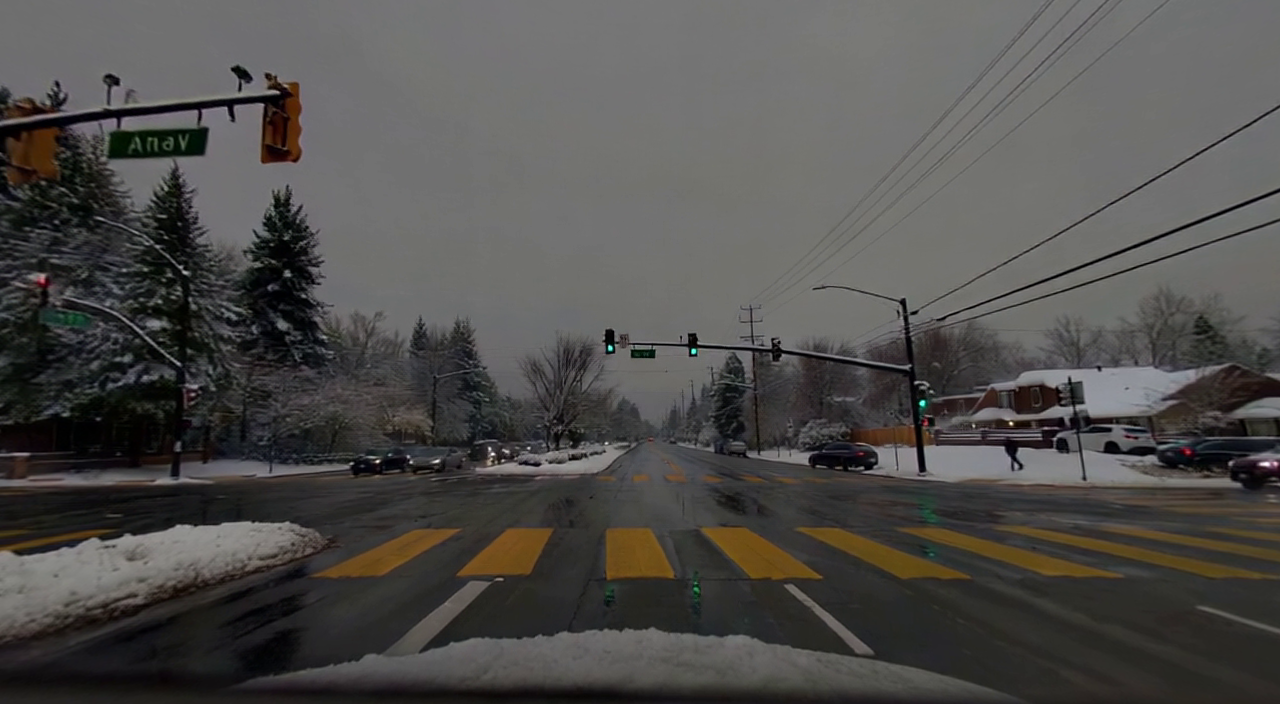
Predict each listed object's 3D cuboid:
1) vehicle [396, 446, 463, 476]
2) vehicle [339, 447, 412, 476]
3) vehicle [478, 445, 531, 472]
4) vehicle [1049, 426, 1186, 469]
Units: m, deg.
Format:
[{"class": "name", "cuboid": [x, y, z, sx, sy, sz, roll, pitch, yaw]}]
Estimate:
[{"class": "vehicle", "cuboid": [-10.991, 5.680, 33.219, 2.007, 1.451, 4.242, 0, -8, 1]}, {"class": "vehicle", "cuboid": [-14.618, 6.050, 35.115, 2.035, 1.470, 4.677, 0, -8, 0]}, {"class": "vehicle", "cuboid": [-7.686, 6.040, 36.086, 1.958, 1.415, 4.312, 0, -8, 2]}, {"class": "vehicle", "cuboid": [25.261, 5.105, 33.675, 2.177, 2.086, 5.514, 2, -9, -14]}]
